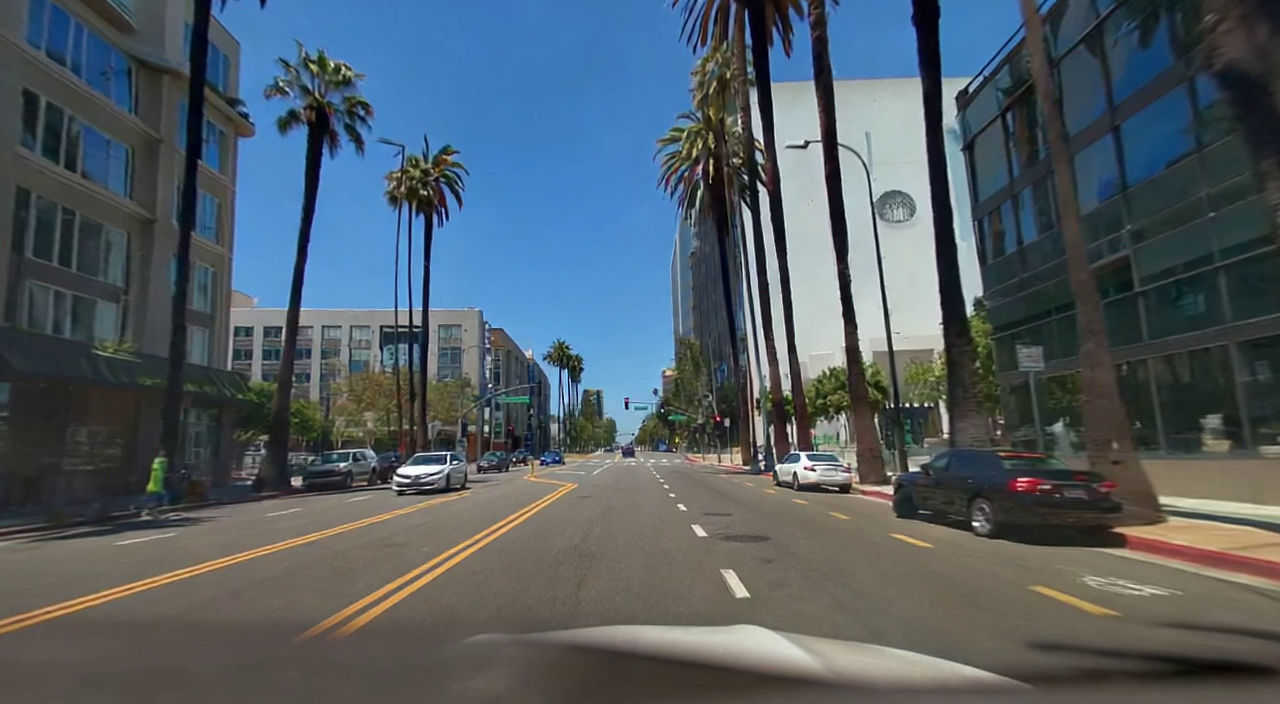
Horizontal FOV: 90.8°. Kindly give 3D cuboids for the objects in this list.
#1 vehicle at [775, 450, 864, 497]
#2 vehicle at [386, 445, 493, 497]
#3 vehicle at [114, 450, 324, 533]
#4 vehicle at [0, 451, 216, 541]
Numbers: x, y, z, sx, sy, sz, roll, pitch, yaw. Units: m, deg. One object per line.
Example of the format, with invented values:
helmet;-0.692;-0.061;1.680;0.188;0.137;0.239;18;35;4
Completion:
vehicle;5.655;3.855;20.387;1.784;1.350;3.677;0;-8;0
vehicle;-6.502;3.882;21.090;2.069;1.512;4.406;0;-8;1
vehicle;-9.938;3.266;15.522;1.952;1.531;4.750;-4;-8;0
vehicle;-13.308;3.524;16.133;1.993;1.706;4.469;-6;-8;-2
